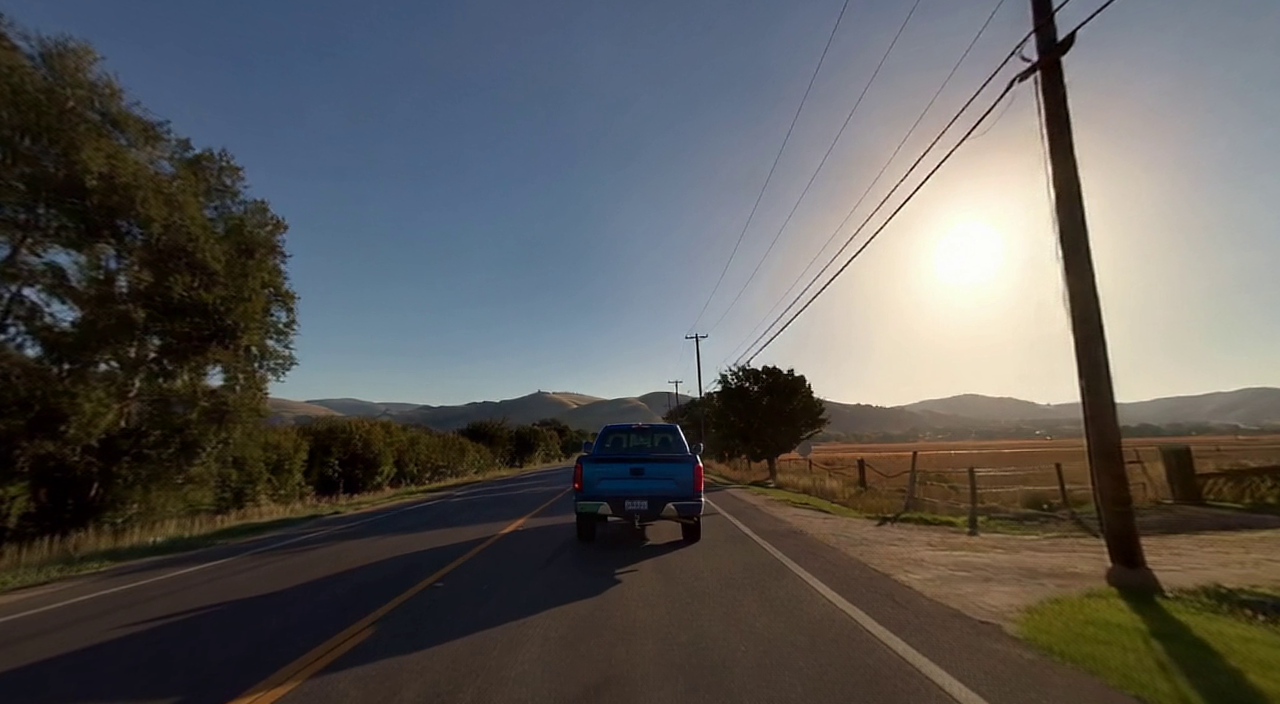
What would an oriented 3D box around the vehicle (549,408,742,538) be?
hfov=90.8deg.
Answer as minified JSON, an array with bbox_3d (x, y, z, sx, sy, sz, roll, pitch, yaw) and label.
[{"bbox_3d":[0.039,2.185,12.131,2.774,1.861,5.885,0,-8,-1],"label":"vehicle"}]
